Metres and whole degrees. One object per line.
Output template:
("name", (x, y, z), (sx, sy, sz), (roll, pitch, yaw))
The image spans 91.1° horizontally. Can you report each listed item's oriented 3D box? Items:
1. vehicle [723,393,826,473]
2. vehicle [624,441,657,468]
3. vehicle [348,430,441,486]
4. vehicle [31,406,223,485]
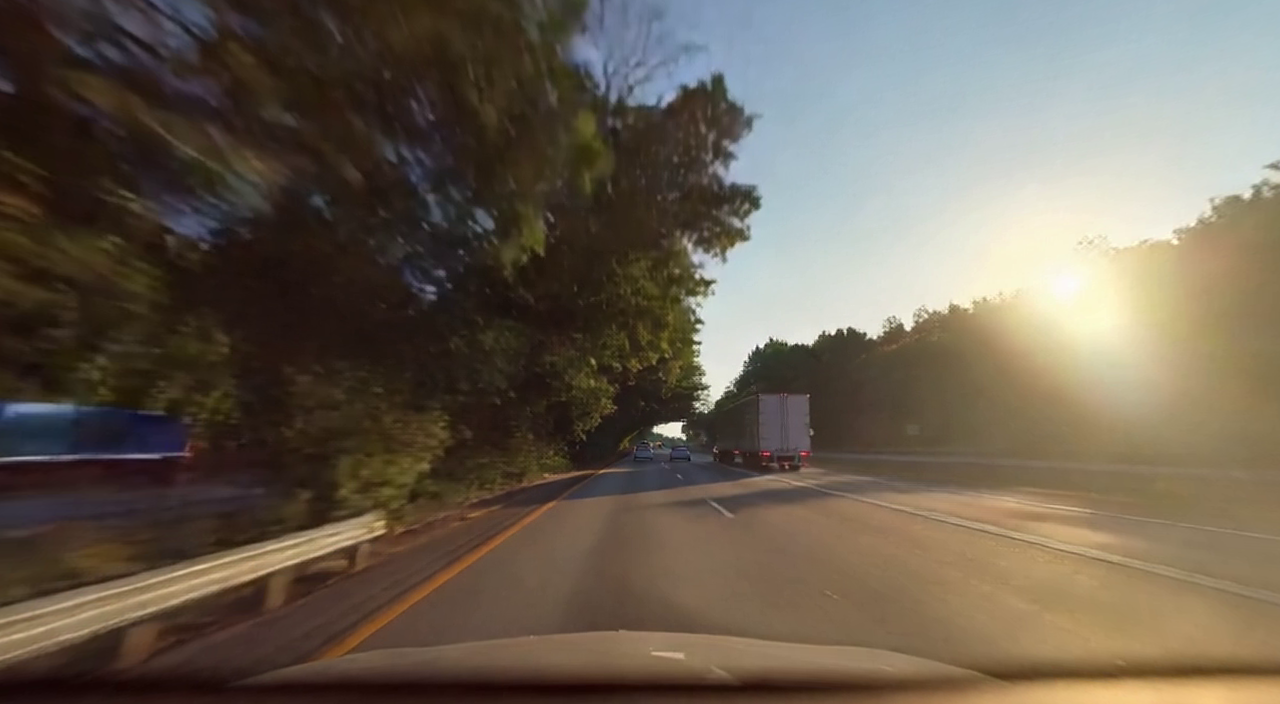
("vehicle", (7.746, 5.161, 38.912), (3.044, 4.073, 14.016), (0, -9, -1))
("vehicle", (0.038, 7.045, 43.353), (2.114, 1.706, 4.106), (0, -9, 0))
("vehicle", (-12.558, 5.466, 32.717), (2.379, 2.617, 5.942), (0, -9, 0))
("vehicle", (-27.774, 5.205, 34.896), (3.003, 3.784, 8.945), (0, -9, 0))
